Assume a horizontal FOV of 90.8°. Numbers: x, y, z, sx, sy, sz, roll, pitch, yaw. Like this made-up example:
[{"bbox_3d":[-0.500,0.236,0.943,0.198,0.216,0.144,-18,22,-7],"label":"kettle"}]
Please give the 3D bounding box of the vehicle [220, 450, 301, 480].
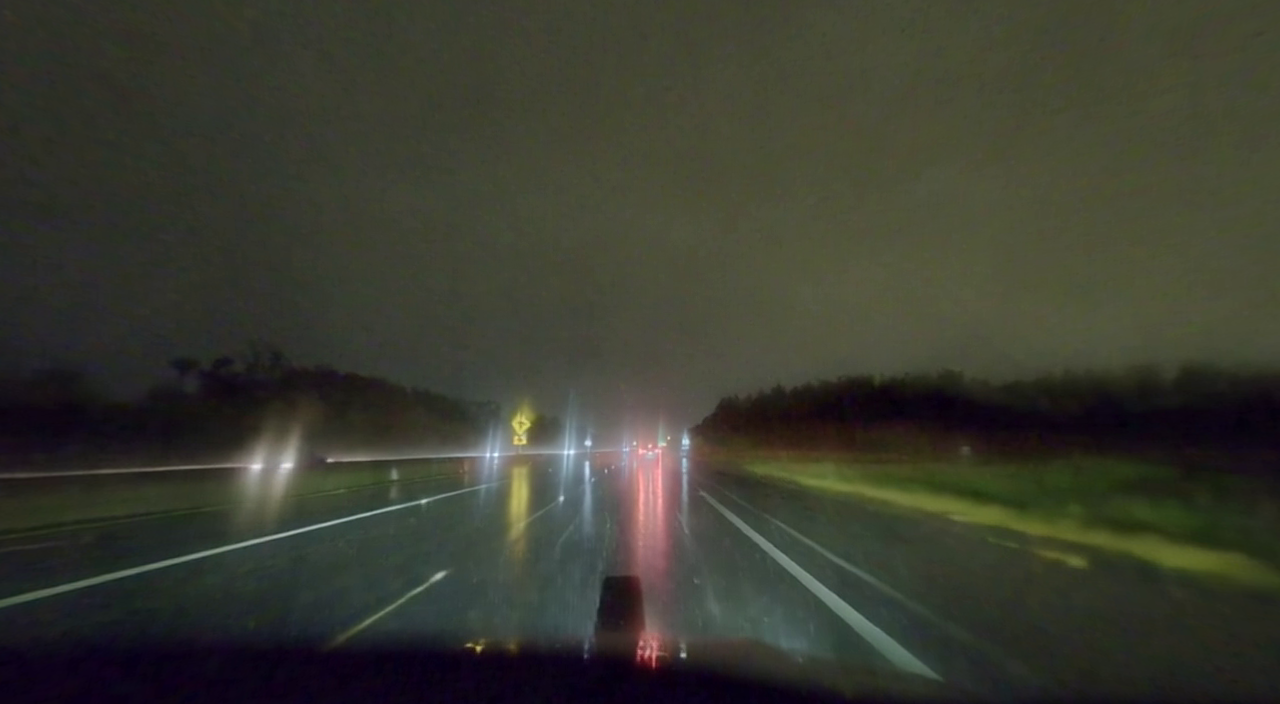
[{"bbox_3d":[-20.460,6.088,34.215,1.785,1.476,4.034,0,-9,1],"label":"vehicle"}]
